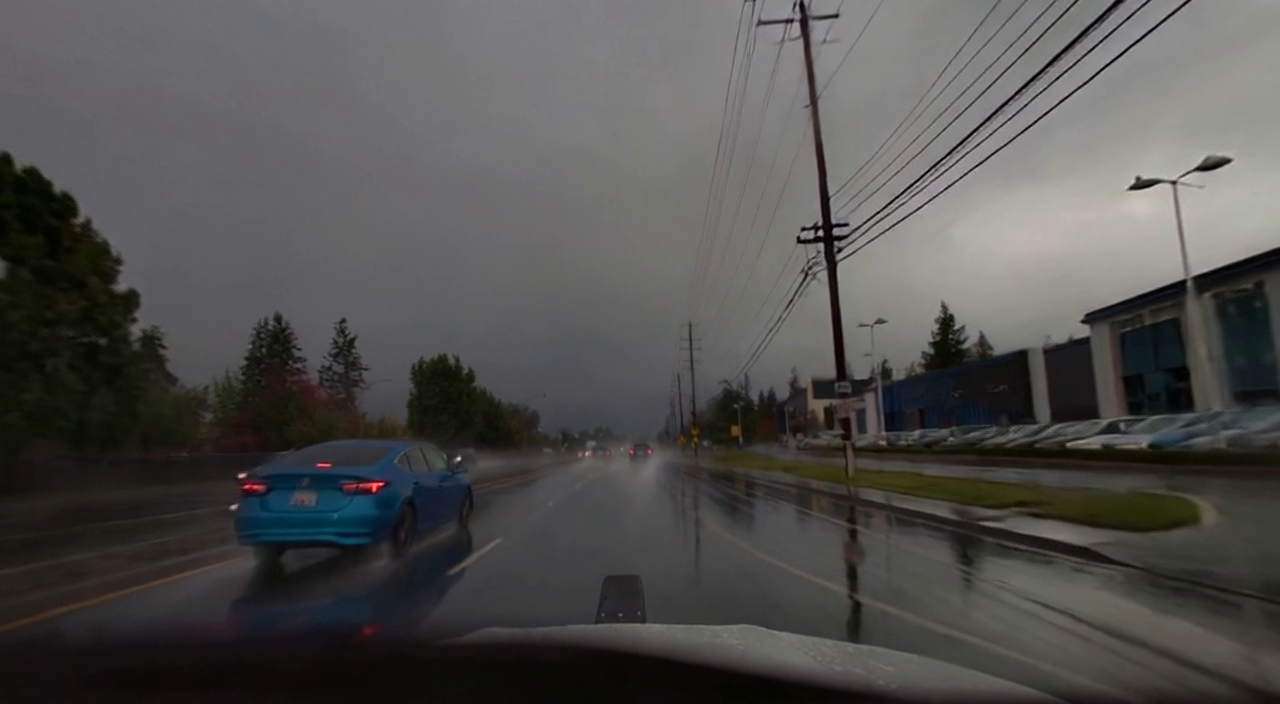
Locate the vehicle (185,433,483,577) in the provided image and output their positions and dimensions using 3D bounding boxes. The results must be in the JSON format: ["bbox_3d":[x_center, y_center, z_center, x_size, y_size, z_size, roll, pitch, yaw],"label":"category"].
[{"bbox_3d":[-3.806,1.966,9.031,1.928,1.488,4.635,0,-9,0],"label":"vehicle"}]
